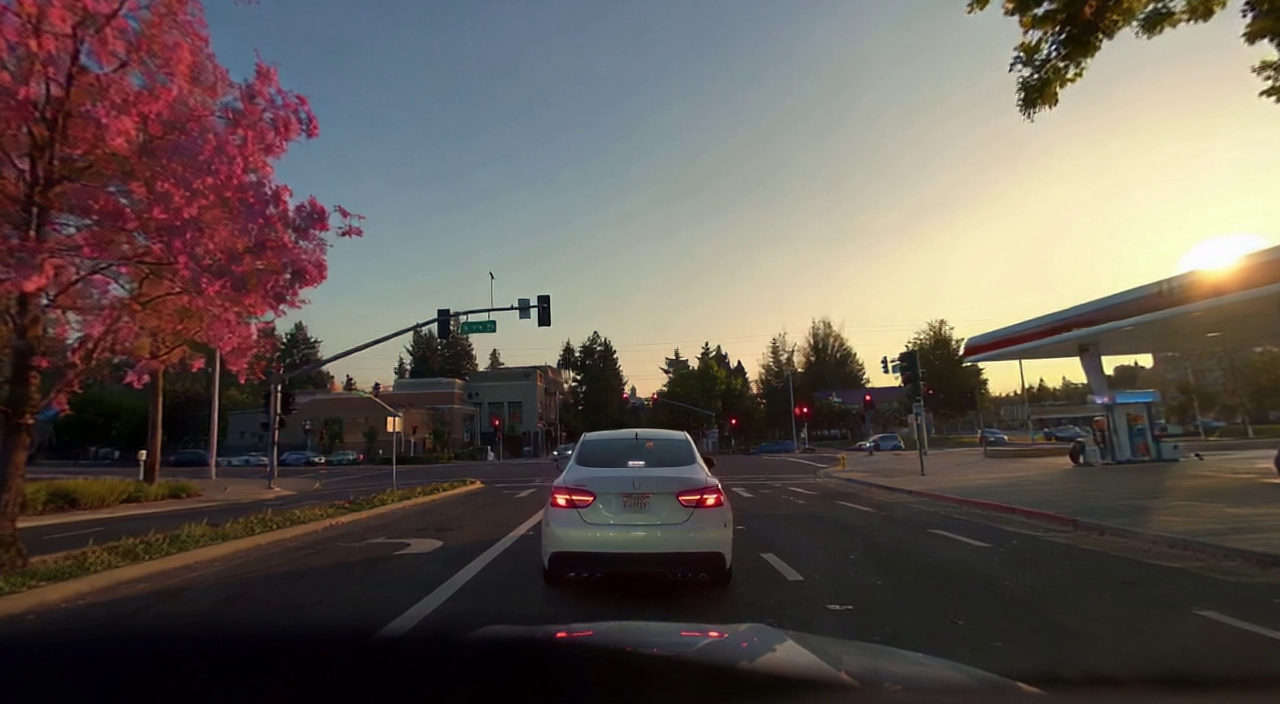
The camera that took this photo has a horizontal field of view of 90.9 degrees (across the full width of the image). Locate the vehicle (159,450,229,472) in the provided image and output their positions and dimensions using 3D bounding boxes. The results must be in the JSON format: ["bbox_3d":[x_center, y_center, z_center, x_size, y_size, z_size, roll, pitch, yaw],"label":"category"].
[{"bbox_3d":[-33.559,8.185,47.451,3.975,1.563,1.755,-1,-8,5],"label":"vehicle"}]

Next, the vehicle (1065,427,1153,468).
[{"bbox_3d":[18.554,3.754,24.863,4.091,1.495,2.053,8,-12,-44],"label":"vehicle"}]

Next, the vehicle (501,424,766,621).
[{"bbox_3d":[-0.052,1.601,6.894,2.010,1.482,4.057,0,-8,0],"label":"vehicle"}]
